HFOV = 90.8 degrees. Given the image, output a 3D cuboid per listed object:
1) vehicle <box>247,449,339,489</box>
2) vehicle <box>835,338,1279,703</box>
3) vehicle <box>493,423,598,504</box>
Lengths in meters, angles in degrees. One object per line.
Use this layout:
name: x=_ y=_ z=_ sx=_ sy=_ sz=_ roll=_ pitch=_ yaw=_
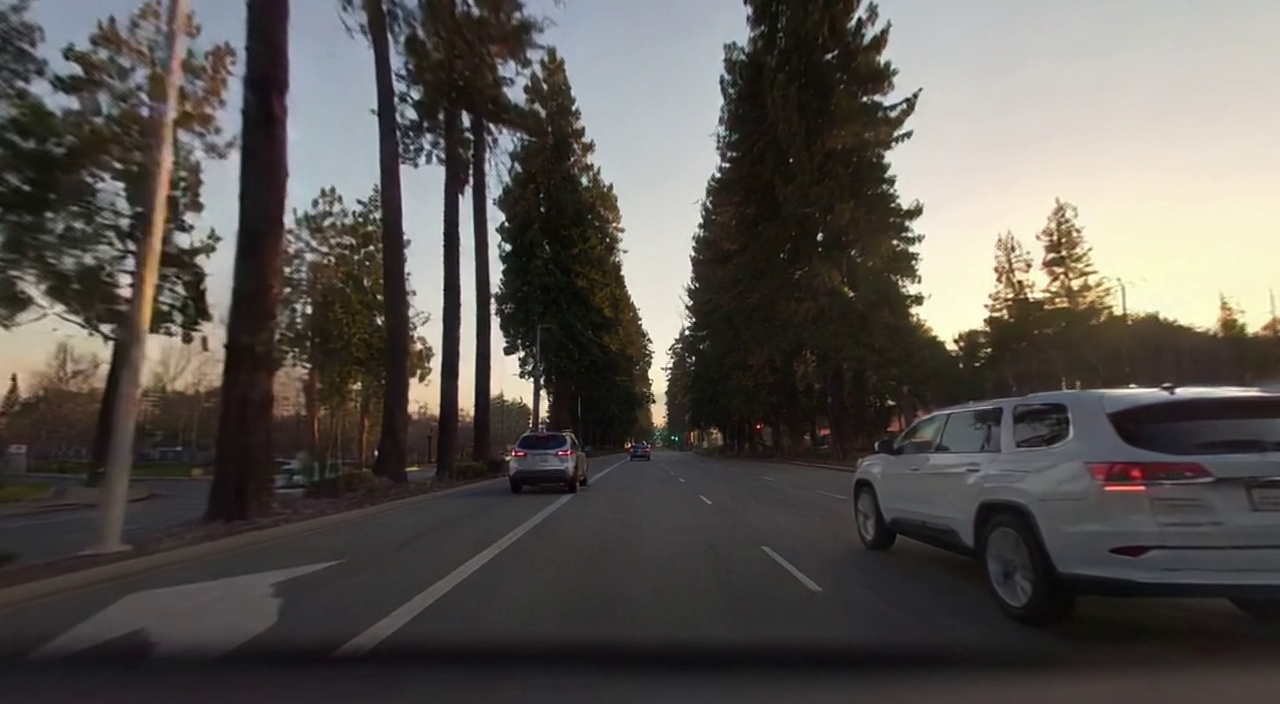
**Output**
vehicle: x=-16.916 y=5.708 z=31.109 sx=2.060 sy=1.769 sz=4.385 roll=0 pitch=-8 yaw=0
vehicle: x=3.477 y=1.142 z=5.127 sx=2.238 sy=1.767 sz=4.563 roll=0 pitch=-8 yaw=-1
vehicle: x=-2.386 y=2.997 z=17.402 sx=2.300 sy=1.870 sz=4.936 roll=0 pitch=-8 yaw=-2
